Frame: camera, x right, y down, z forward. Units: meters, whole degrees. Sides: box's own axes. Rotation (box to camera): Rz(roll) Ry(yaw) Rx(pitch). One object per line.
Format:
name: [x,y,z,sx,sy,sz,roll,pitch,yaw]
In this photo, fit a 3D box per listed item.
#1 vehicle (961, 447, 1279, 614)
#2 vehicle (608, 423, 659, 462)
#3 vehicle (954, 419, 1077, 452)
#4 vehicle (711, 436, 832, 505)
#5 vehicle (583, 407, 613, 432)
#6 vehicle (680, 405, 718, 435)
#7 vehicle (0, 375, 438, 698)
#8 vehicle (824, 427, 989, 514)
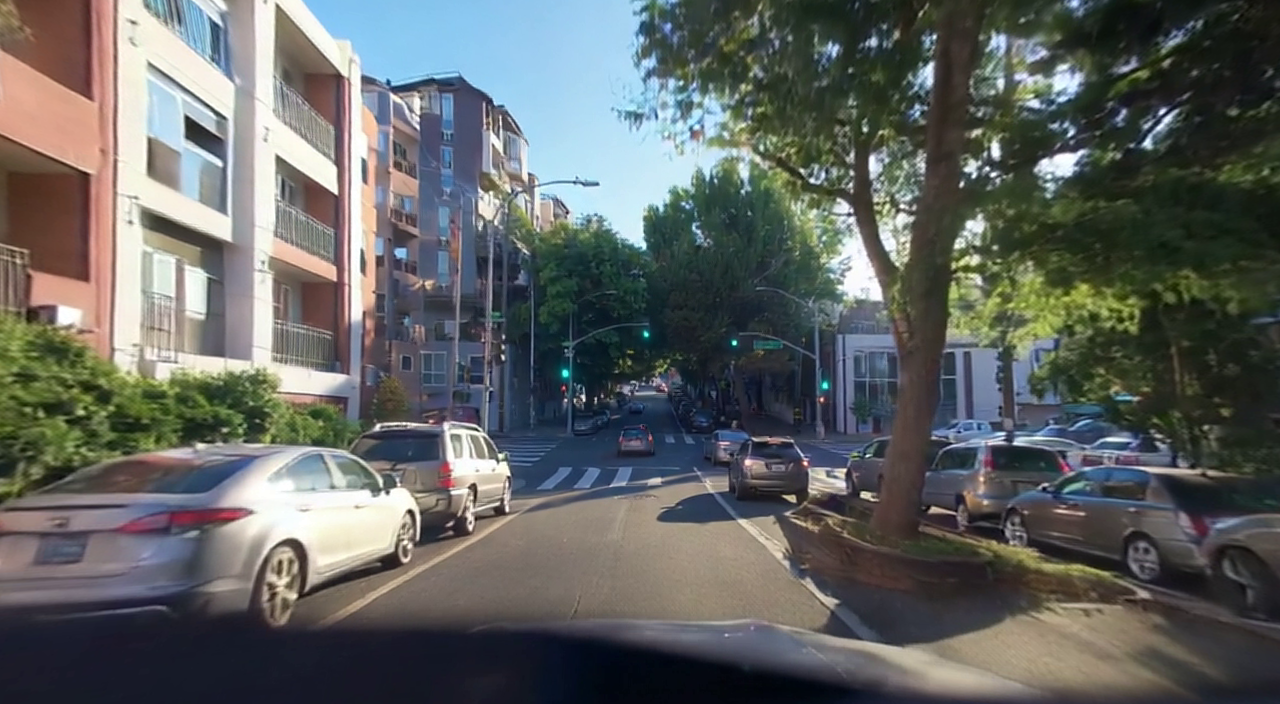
vehicle: [6.127,1.912,7.806,1.962,1.438,4.440,0,-9,0]
vehicle: [-0.218,3.651,25.770,1.923,1.460,3.923,0,-7,1]
vehicle: [18.418,4.151,31.117,4.738,1.537,1.960,-1,-9,2]
vehicle: [3.112,2.920,15.987,2.055,1.450,4.676,0,-9,0]
vehicle: [-2.859,4.697,43.578,1.878,1.521,3.697,0,-9,-1]
vehicle: [3.729,4.414,40.454,2.093,1.655,4.327,0,-9,1]
vehicle: [-3.482,1.312,5.616,1.922,1.704,4.398,0,-9,0]
vehicle: [6.106,2.769,15.153,1.999,1.752,4.502,0,-9,1]
